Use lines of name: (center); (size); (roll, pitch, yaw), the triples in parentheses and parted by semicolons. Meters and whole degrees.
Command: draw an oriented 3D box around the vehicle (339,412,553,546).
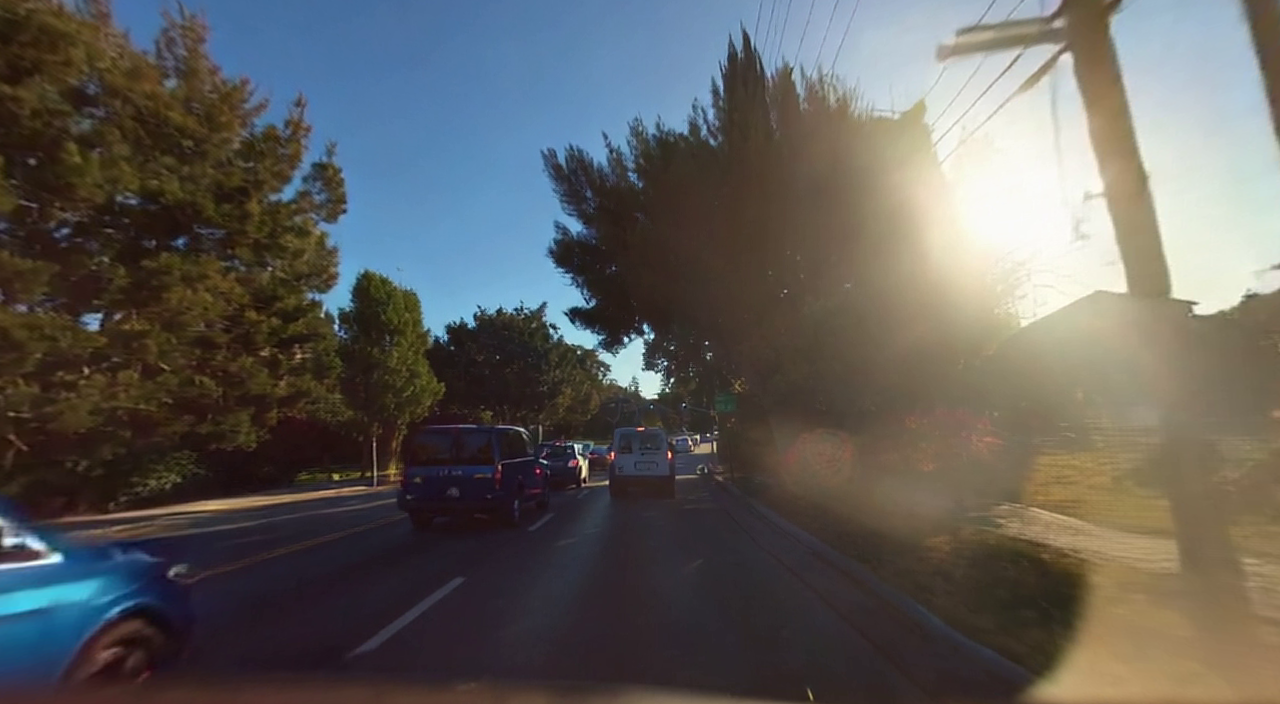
vehicle: (-2.951, 2.080, 10.911); (2.062, 1.796, 4.657); (-1, -9, 2)

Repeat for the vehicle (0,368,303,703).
vehicle: (-3.169, 0.725, 1.300); (2.180, 1.546, 4.755); (0, -9, 2)

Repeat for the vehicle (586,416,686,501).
vehicle: (-0.017, 2.730, 16.379); (2.241, 1.912, 4.095); (-1, -9, 2)
